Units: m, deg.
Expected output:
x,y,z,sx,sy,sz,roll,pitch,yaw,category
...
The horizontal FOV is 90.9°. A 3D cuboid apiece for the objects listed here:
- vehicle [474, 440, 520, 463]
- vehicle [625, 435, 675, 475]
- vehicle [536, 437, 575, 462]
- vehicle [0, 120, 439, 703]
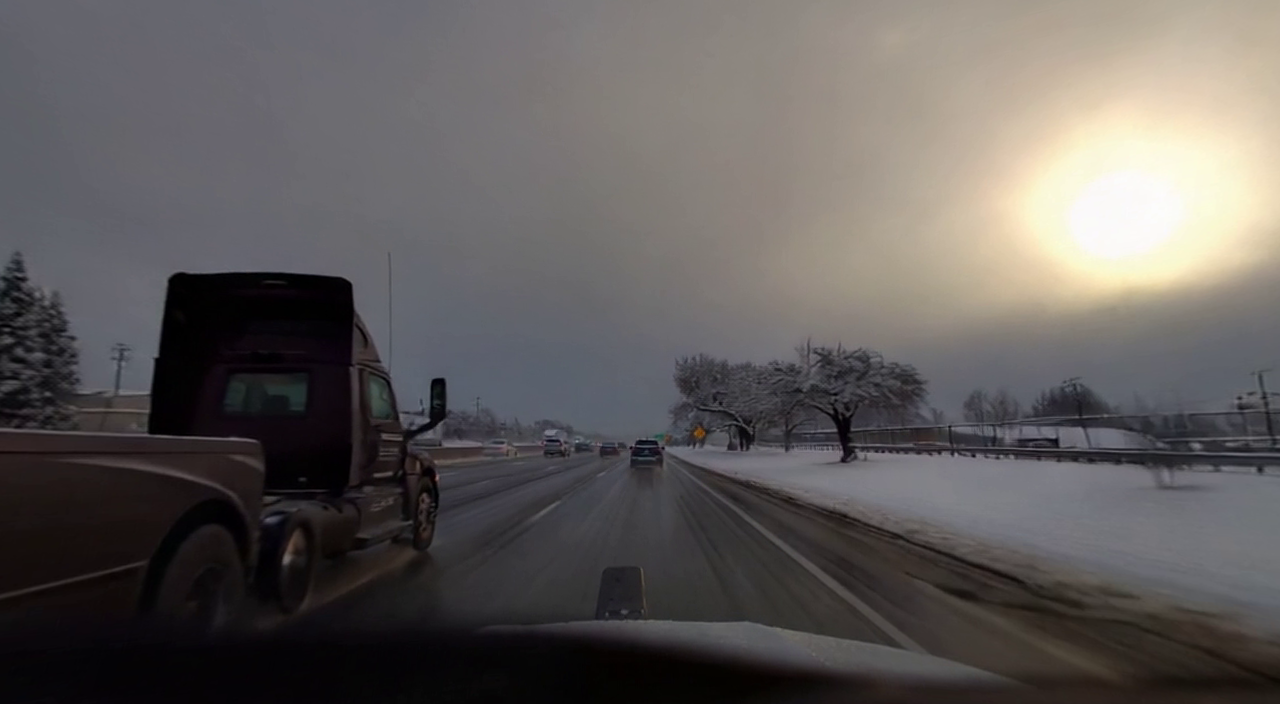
x,y,z,sx,sy,sz,roll,pitch,yaw,category
-10.058,7.034,44.856,1.910,1.501,5.004,-1,-8,2,vehicle
0.451,4.675,28.845,2.136,1.678,4.052,0,-8,1,vehicle
-6.222,7.243,47.054,2.105,1.790,4.689,0,-8,2,vehicle
-3.430,0.612,3.400,2.693,2.348,5.694,0,-8,1,vehicle
